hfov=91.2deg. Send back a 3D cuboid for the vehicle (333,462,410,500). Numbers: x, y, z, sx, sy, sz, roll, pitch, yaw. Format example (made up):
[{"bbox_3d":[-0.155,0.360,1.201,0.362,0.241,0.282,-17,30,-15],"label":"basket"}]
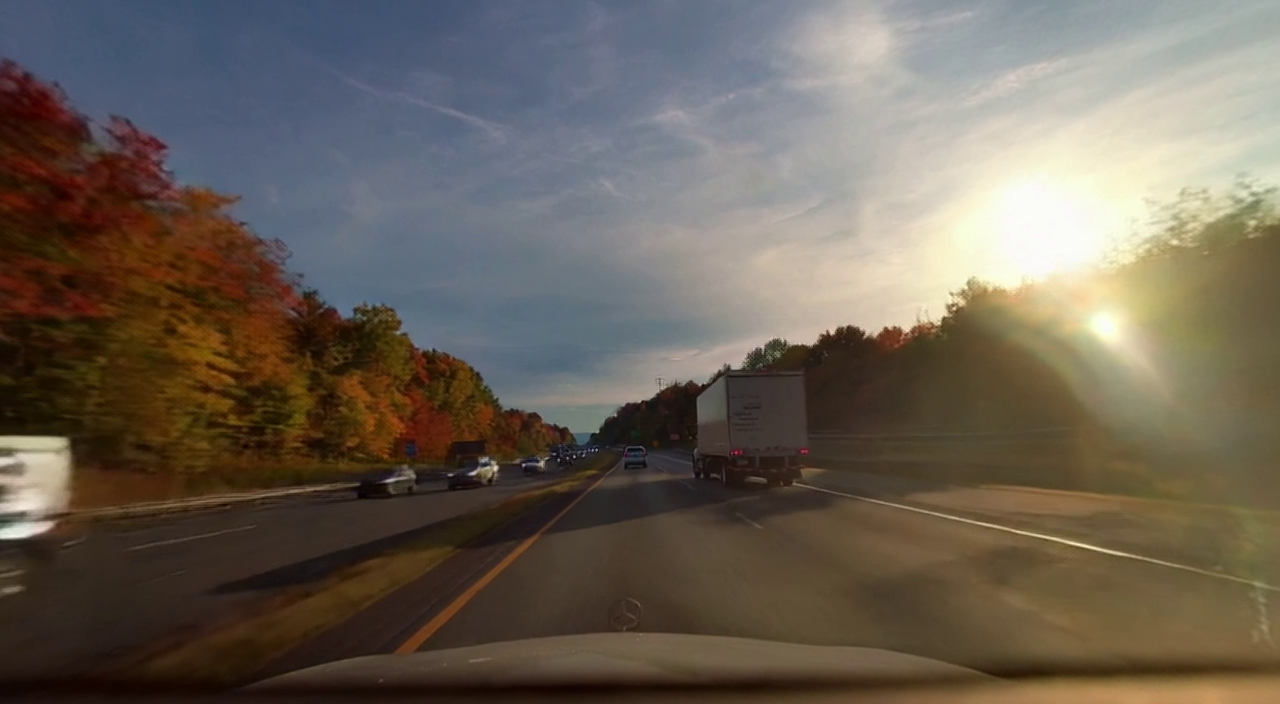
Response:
[{"bbox_3d":[-12.614,6.063,29.724,1.889,1.569,4.097,-1,-9,0],"label":"vehicle"}]

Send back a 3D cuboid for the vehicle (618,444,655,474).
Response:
[{"bbox_3d":[-0.231,6.683,39.352,2.168,1.705,4.272,-1,-9,-1],"label":"vehicle"}]

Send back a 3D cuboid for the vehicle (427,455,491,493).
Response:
[{"bbox_3d":[-8.954,6.022,31.319,1.967,1.682,4.187,-1,-9,0],"label":"vehicle"}]
